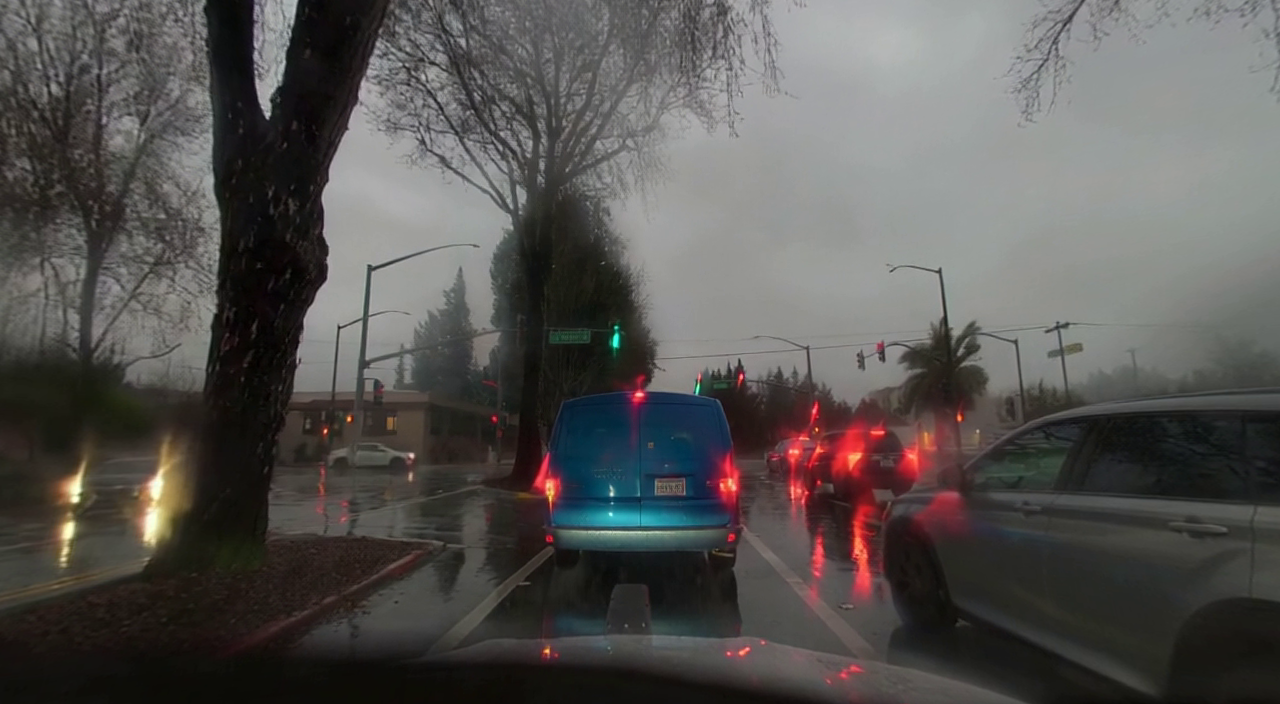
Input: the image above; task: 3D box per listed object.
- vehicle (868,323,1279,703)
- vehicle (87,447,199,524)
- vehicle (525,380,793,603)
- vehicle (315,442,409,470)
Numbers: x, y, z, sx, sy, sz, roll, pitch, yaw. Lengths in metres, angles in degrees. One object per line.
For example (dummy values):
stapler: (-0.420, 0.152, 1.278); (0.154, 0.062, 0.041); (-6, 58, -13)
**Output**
vehicle: (2.899, 0.951, 3.177); (1.971, 1.663, 4.287); (0, -8, 2)
vehicle: (-12.799, 3.292, 16.285); (2.023, 1.488, 4.654); (0, -7, -38)
vehicle: (0.172, 1.468, 7.447); (2.185, 1.822, 4.391); (0, -8, 1)
vehicle: (-15.779, 5.911, 36.036); (4.498, 1.547, 1.886); (1, -8, -9)
